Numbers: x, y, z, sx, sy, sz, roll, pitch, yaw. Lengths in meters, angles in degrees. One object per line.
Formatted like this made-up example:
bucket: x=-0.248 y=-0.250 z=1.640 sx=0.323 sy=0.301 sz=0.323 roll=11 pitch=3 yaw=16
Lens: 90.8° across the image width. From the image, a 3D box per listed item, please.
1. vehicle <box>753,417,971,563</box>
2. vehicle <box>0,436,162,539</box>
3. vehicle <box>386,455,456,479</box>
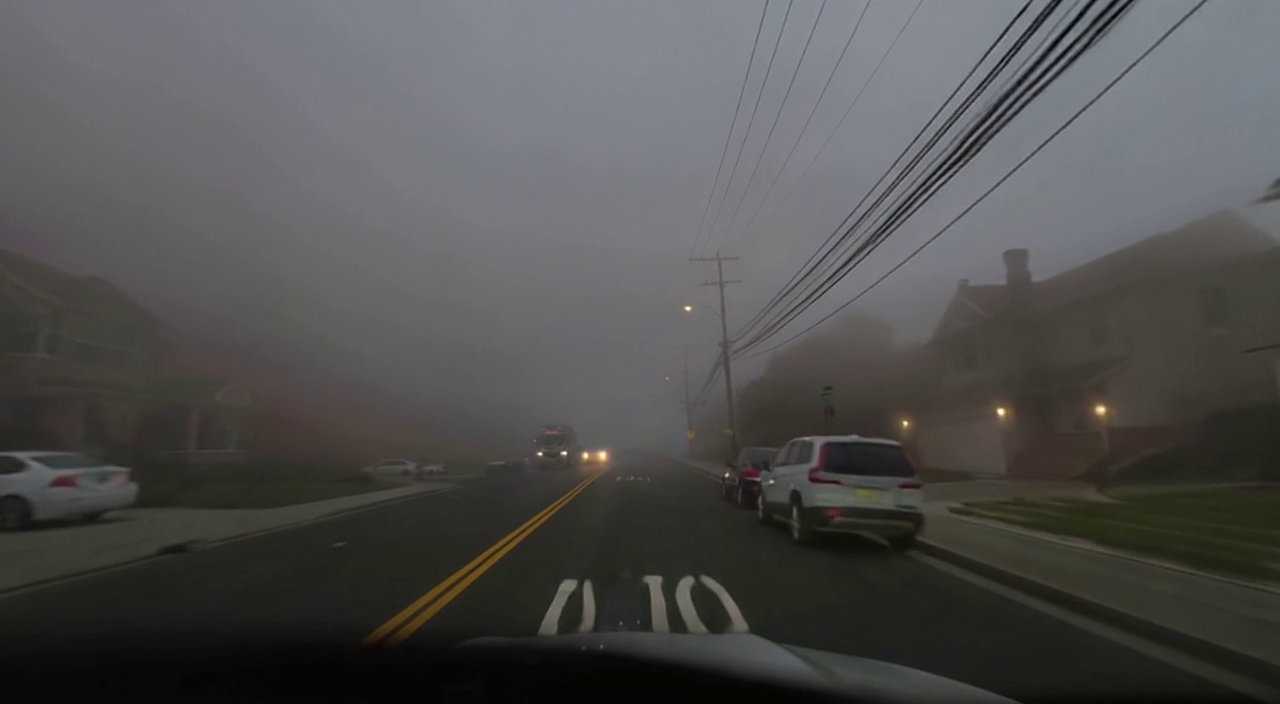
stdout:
vehicle: x=3.107 y=2.001 z=9.851 sx=1.945 sy=1.792 sz=3.903 roll=0 pitch=-9 yaw=0
vehicle: x=-11.747 y=2.391 z=11.460 sx=4.480 sy=1.665 sz=1.930 roll=0 pitch=-9 yaw=-1
vehicle: x=-15.254 y=8.003 z=44.127 sx=4.204 sy=1.626 sz=1.874 roll=1 pitch=-9 yaw=-5
